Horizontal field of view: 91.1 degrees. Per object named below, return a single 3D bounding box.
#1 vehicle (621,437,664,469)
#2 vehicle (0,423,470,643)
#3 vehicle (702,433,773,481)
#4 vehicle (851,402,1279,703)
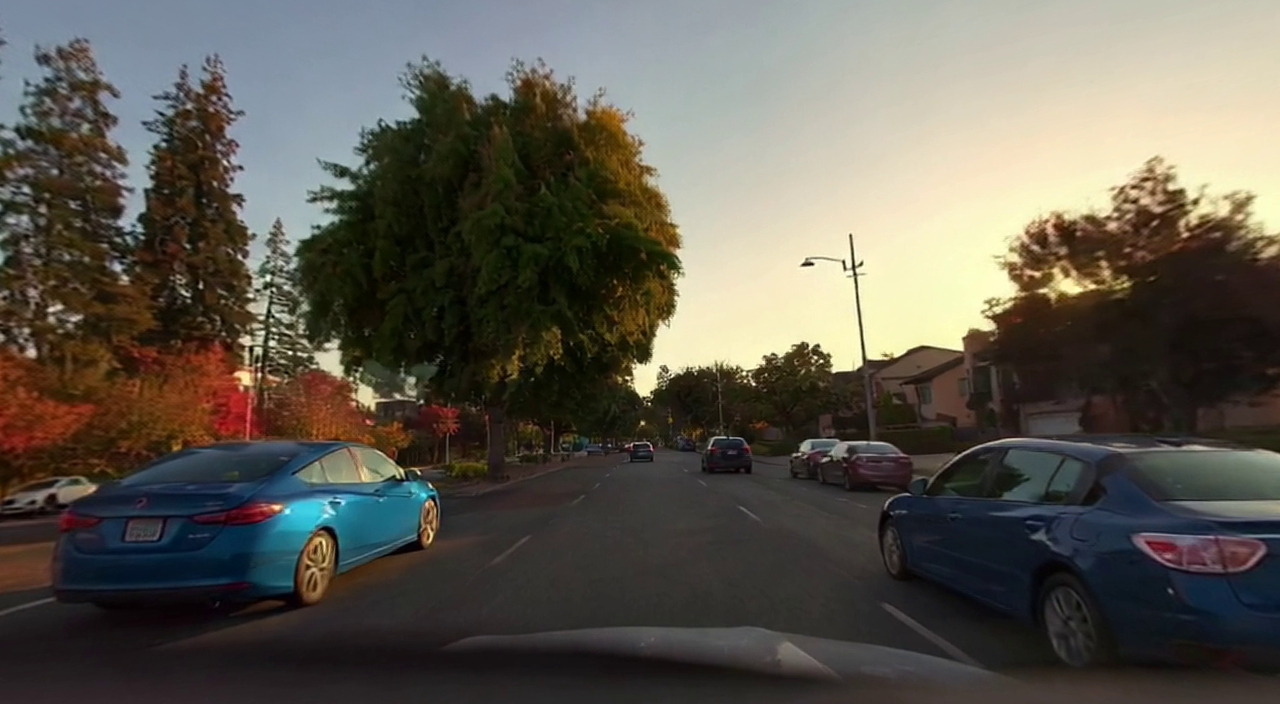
[{"bbox_3d":[0.135,5.654,35.366,2.293,1.662,4.262,0,-8,0],"label":"vehicle"},{"bbox_3d":[-3.486,1.577,6.634,1.997,1.479,4.547,0,-8,1],"label":"vehicle"},{"bbox_3d":[3.638,4.031,24.296,2.019,1.675,4.488,0,-8,0],"label":"vehicle"},{"bbox_3d":[3.346,1.260,4.620,2.060,1.474,4.475,0,-8,0],"label":"vehicle"}]
